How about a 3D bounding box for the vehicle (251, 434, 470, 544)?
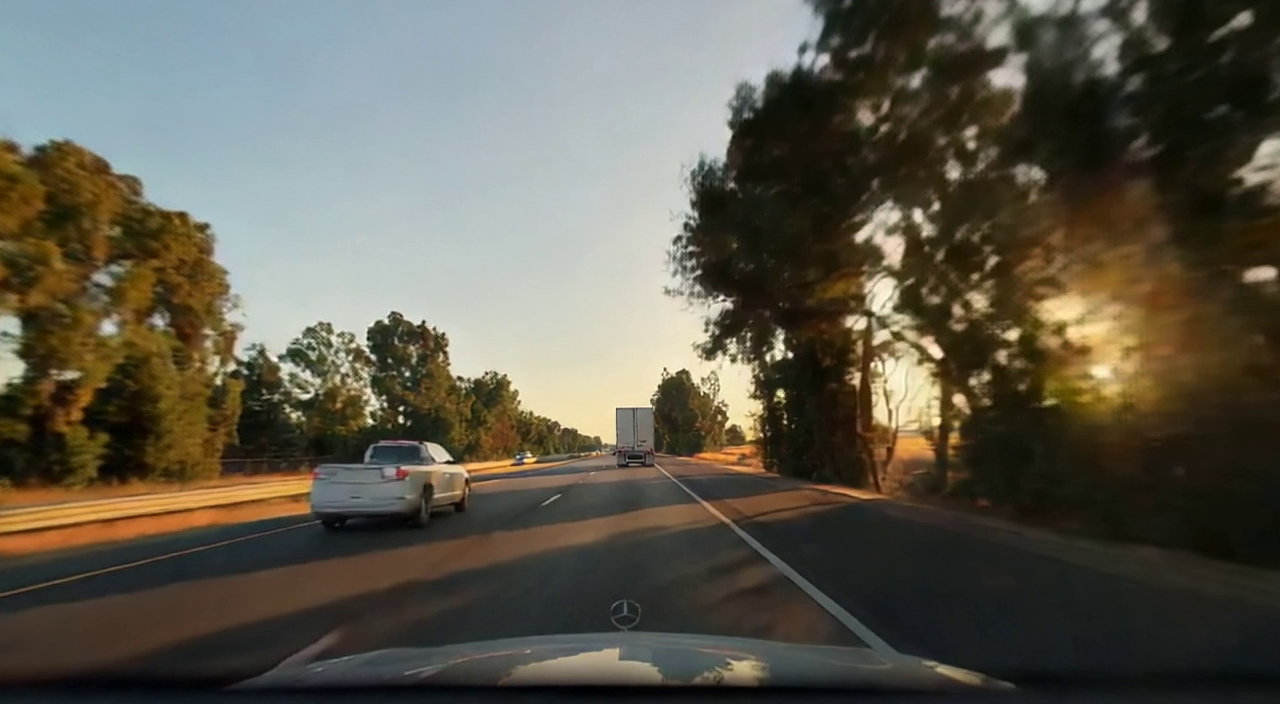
[{"bbox_3d":[-4.377,2.191,10.653,1.937,1.493,3.779,0,-9,0],"label":"vehicle"}]
